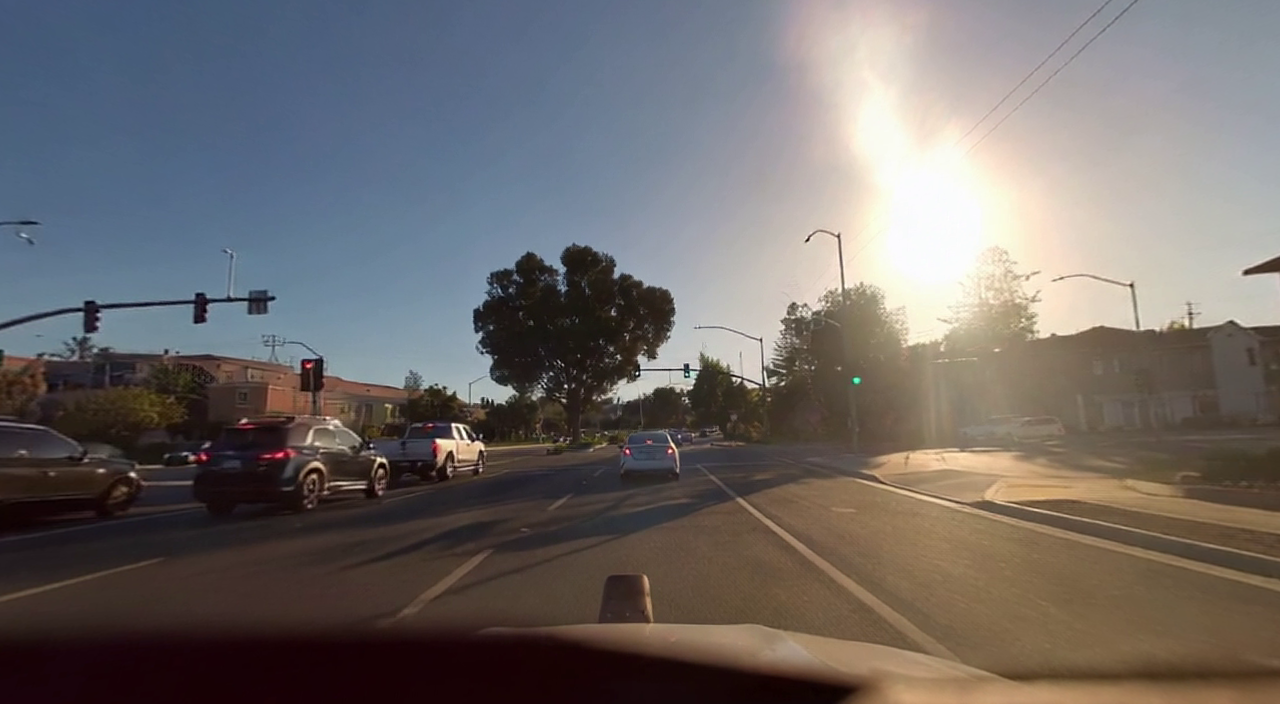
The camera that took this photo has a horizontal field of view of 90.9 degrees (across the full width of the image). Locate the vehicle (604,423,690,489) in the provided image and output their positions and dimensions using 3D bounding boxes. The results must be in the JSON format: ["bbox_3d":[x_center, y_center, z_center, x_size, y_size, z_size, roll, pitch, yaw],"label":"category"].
[{"bbox_3d":[0.245,2.925,17.994,2.197,1.682,3.642,0,-8,2],"label":"vehicle"}]

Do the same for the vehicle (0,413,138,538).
[{"bbox_3d":[-10.377,1.824,9.371,2.051,1.801,4.370,0,-8,2],"label":"vehicle"}]

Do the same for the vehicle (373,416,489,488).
[{"bbox_3d":[-6.594,3.237,20.655,2.316,2.014,5.215,-1,-8,-3],"label":"vehicle"}]

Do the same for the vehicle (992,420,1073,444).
[{"bbox_3d":[25.835,5.301,41.660,1.514,1.408,4.232,-1,-6,-28],"label":"vehicle"}]

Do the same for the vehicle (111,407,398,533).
[{"bbox_3d":[-6.737,2.113,11.935,2.111,1.864,4.932,0,-8,3],"label":"vehicle"}]
